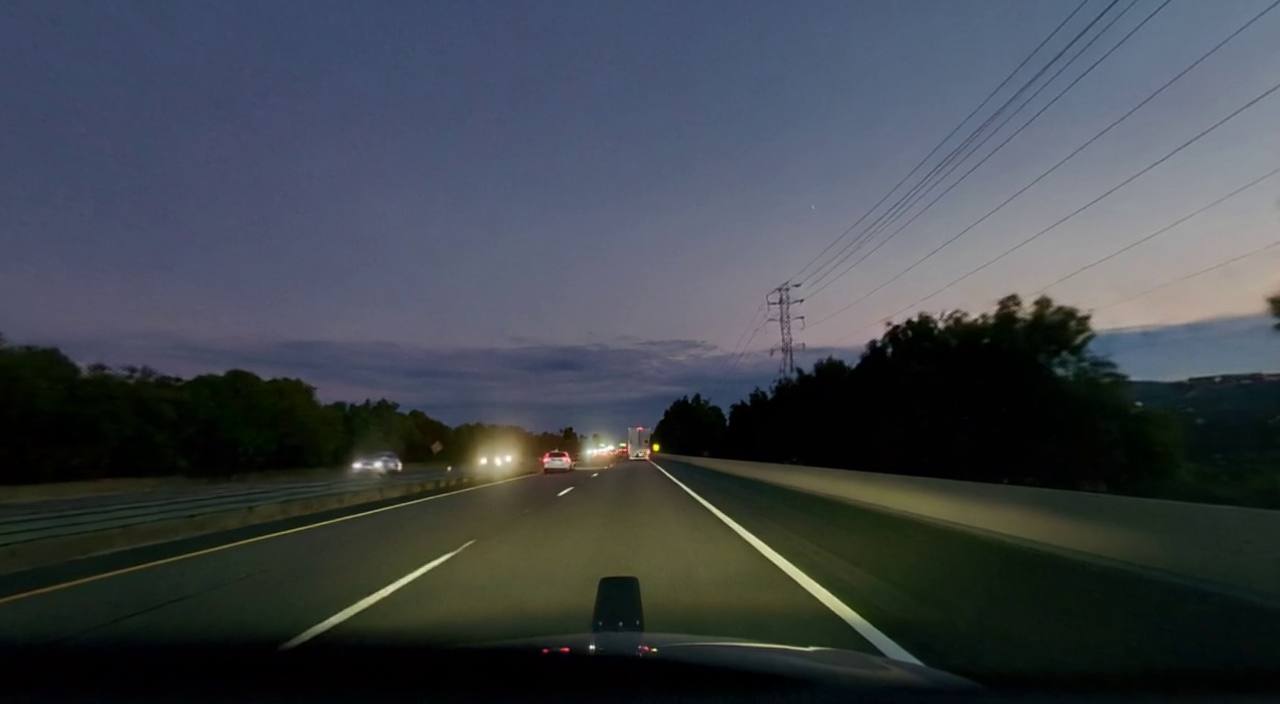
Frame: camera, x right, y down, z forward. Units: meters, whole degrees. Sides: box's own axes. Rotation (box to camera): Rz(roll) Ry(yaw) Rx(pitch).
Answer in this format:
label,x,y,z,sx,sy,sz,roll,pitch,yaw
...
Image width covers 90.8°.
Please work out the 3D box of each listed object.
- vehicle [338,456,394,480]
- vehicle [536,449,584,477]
label,x,y,z,sx,sy,sz,roll,pitch,yaw
vehicle,-18.102,7.649,41.826,1.830,1.469,4.110,0,-9,0
vehicle,-4.429,6.215,35.533,2.106,1.445,4.404,0,-9,0
